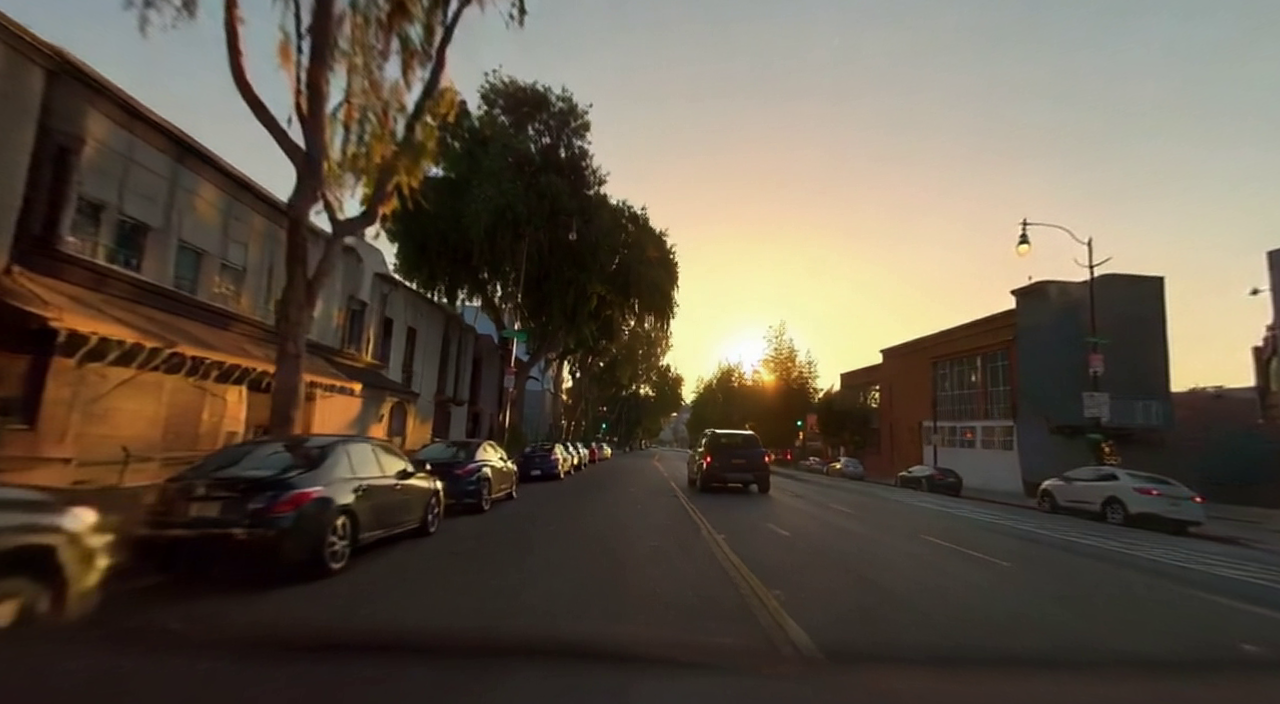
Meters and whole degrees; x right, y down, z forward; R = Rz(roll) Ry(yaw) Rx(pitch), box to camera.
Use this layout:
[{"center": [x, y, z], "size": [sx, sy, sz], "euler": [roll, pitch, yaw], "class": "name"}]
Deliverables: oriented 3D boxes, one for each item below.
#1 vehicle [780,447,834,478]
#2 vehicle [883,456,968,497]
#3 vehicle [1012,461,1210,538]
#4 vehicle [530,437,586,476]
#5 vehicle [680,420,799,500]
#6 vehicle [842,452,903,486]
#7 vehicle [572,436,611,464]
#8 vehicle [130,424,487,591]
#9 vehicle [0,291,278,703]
[{"center": [9.916, 6.568, 37.812], "size": [2.022, 1.512, 4.120], "euler": [5, -8, 0], "class": "vehicle"}, {"center": [13.355, 5.808, 29.780], "size": [1.866, 1.554, 4.393], "euler": [2, -8, -2], "class": "vehicle"}, {"center": [13.362, 4.155, 18.344], "size": [2.189, 1.753, 4.376], "euler": [4, -9, -4], "class": "vehicle"}, {"center": [-3.404, 4.390, 26.851], "size": [1.842, 1.497, 4.238], "euler": [0, -8, -1], "class": "vehicle"}, {"center": [2.569, 2.999, 18.127], "size": [2.411, 1.899, 5.993], "euler": [0, -8, 0], "class": "vehicle"}, {"center": [13.543, 6.797, 36.990], "size": [2.036, 1.704, 4.401], "euler": [3, -8, 1], "class": "vehicle"}, {"center": [-2.992, 6.142, 39.641], "size": [1.933, 1.652, 4.508], "euler": [0, -8, 2], "class": "vehicle"}, {"center": [-3.487, 1.682, 7.834], "size": [1.989, 1.467, 4.350], "euler": [0, -8, 1], "class": "vehicle"}, {"center": [-3.645, 0.550, 1.525], "size": [2.171, 1.816, 5.274], "euler": [-1, -8, 3], "class": "vehicle"}]
